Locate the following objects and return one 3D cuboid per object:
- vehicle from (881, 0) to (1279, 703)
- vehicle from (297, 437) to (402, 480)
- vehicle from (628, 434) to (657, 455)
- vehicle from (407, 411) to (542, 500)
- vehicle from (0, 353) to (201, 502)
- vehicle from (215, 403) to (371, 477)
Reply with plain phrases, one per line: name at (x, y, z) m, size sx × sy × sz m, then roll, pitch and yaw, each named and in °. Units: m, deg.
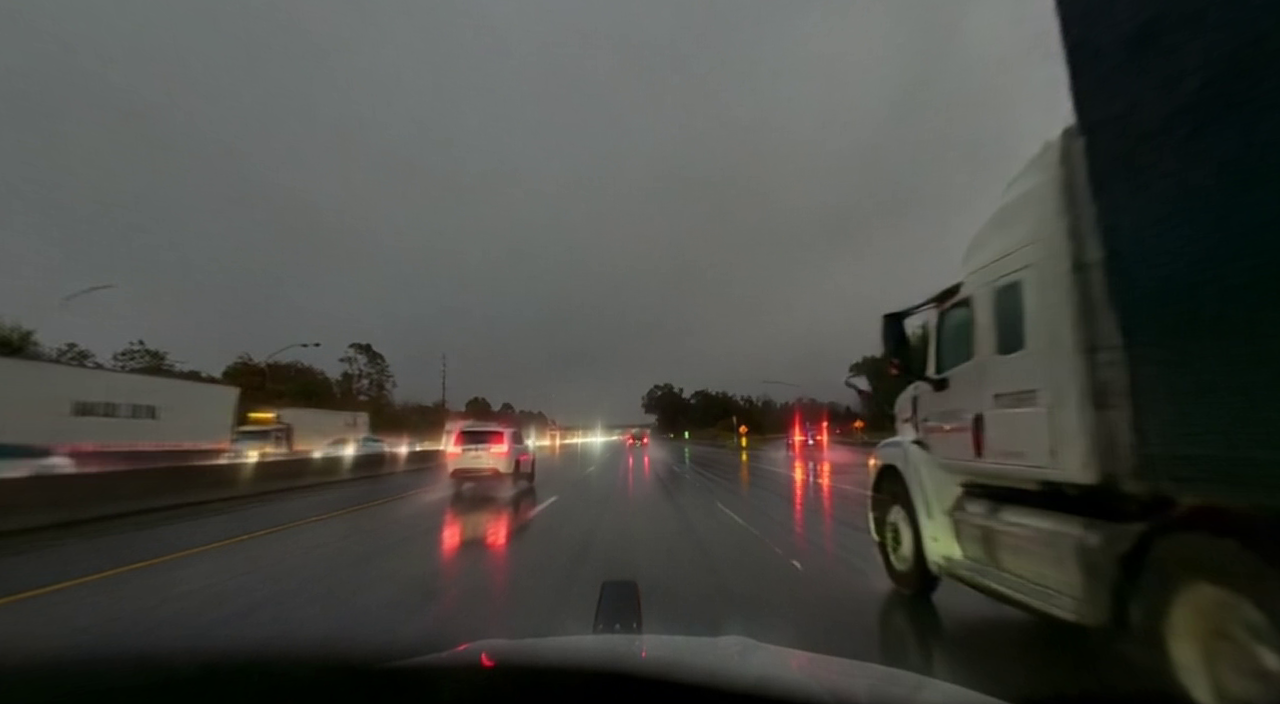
vehicle at (3.663, -0.411, 2.453) m, size 3.024 × 4.287 × 5.601 m, roll 0°, pitch -7°, yaw -1°
vehicle at (-11.428, 4.177, 25.162) m, size 1.957 × 1.555 × 4.700 m, roll 0°, pitch -8°, yaw 0°
vehicle at (0.155, 7.026, 48.012) m, size 2.051 × 1.528 × 4.265 m, roll 0°, pitch -8°, yaw -1°
vehicle at (-3.949, 2.552, 15.992) m, size 2.115 × 1.887 × 4.721 m, roll 0°, pitch -8°, yaw 0°
vehicle at (-19.557, 2.206, 18.203) m, size 3.167 × 4.158 × 14.825 m, roll 0°, pitch -8°, yaw -1°
vehicle at (-19.522, 5.102, 36.606) m, size 3.025 × 3.610 × 10.687 m, roll 0°, pitch -8°, yaw 0°
